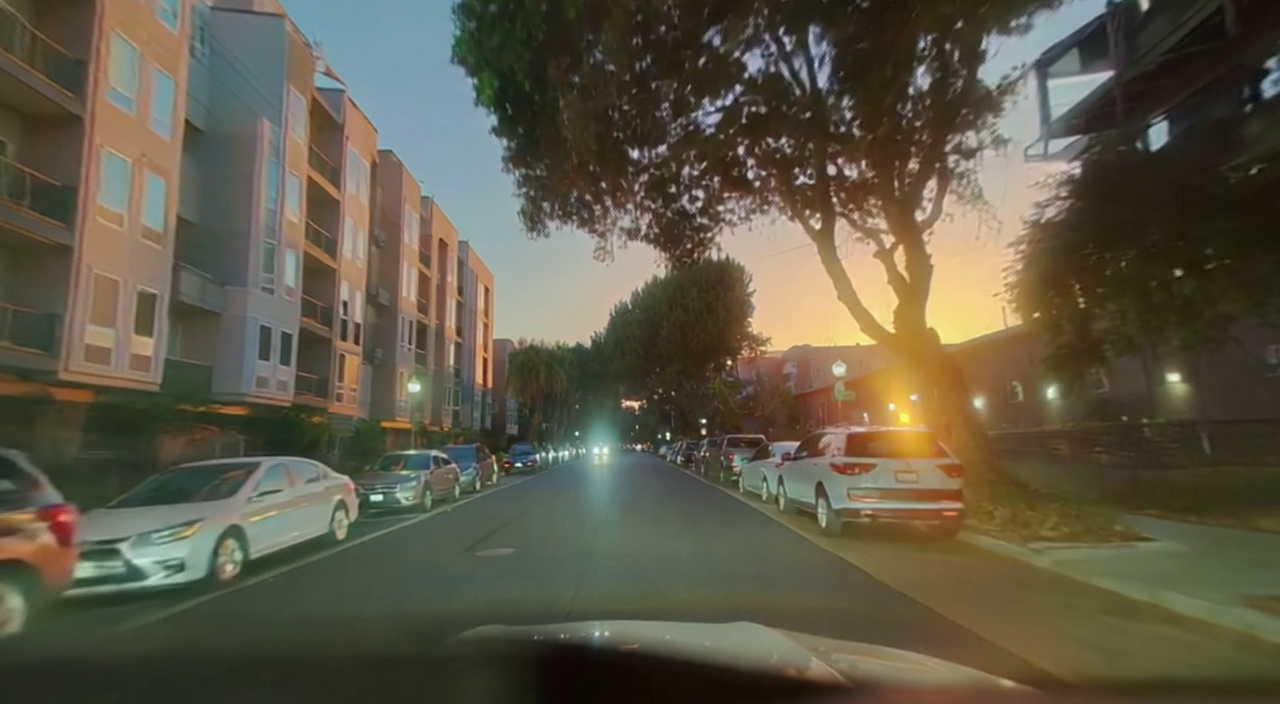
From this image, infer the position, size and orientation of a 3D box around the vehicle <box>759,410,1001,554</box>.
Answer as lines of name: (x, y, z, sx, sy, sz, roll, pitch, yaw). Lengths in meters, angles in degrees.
vehicle: (3.492, 2.007, 10.518, 1.912, 1.781, 5.159, 0, -8, -1)

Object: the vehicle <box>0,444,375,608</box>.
vehicle: (-5.115, 1.872, 7.908, 1.649, 1.408, 4.665, 0, -8, -1)

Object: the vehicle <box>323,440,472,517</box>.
vehicle: (-5.353, 2.811, 14.660, 1.711, 1.500, 4.510, 0, -8, -1)

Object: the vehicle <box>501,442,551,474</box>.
vehicle: (-5.668, 5.318, 31.982, 1.647, 1.481, 4.433, 0, -8, 1)

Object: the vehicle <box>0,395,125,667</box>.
vehicle: (-4.993, 0.935, 2.616, 1.922, 1.728, 4.628, 0, -8, -2)
